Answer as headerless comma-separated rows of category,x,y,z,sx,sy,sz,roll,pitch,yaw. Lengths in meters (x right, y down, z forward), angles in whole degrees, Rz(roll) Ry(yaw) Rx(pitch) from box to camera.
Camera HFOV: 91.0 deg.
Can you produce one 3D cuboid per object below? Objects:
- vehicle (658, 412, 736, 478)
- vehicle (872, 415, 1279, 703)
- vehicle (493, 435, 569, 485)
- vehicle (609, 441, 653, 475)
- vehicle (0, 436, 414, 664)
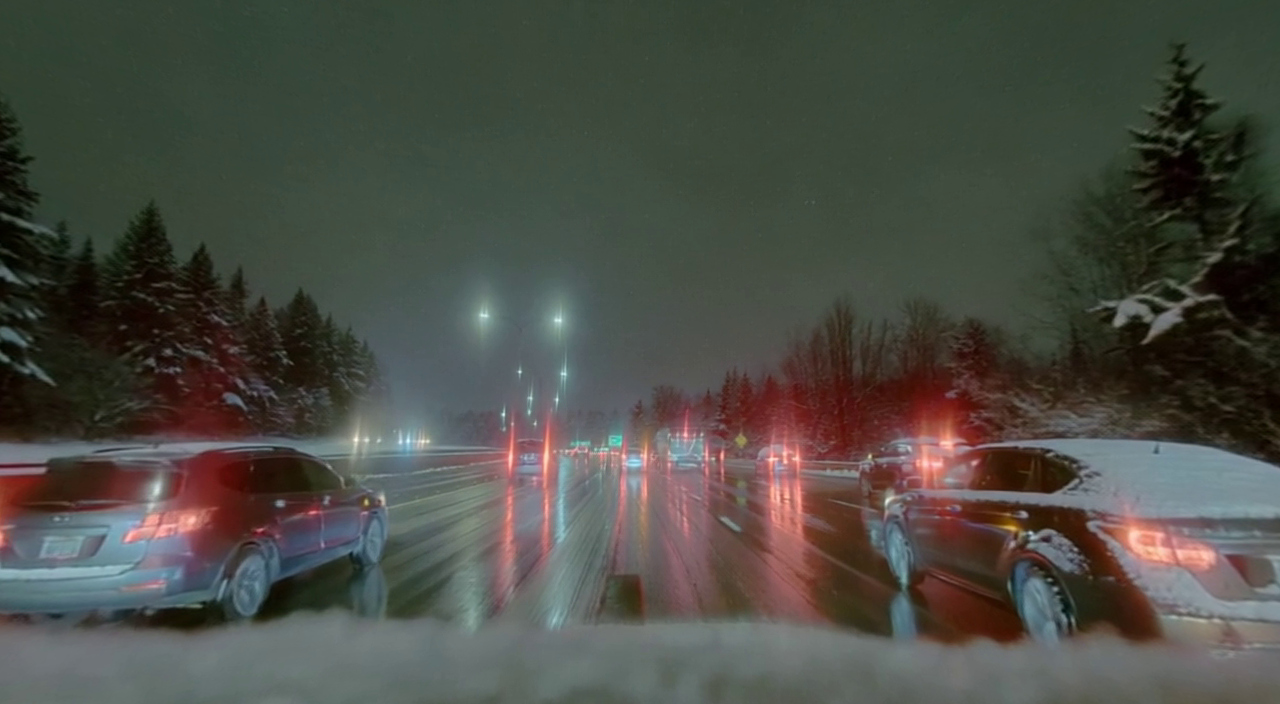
vehicle,3.048,5.606,37.896,3.426,3.279,12.313,0,-9,-1
vehicle,3.114,1.183,3.462,2.031,1.504,4.327,0,-9,0
vehicle,-4.235,4.305,25.345,2.176,1.783,4.799,0,-9,0
vehicle,-0.483,5.634,33.693,2.235,1.682,4.094,0,-9,-1
vehicle,-4.061,1.584,6.224,1.947,1.424,4.264,0,-9,2
